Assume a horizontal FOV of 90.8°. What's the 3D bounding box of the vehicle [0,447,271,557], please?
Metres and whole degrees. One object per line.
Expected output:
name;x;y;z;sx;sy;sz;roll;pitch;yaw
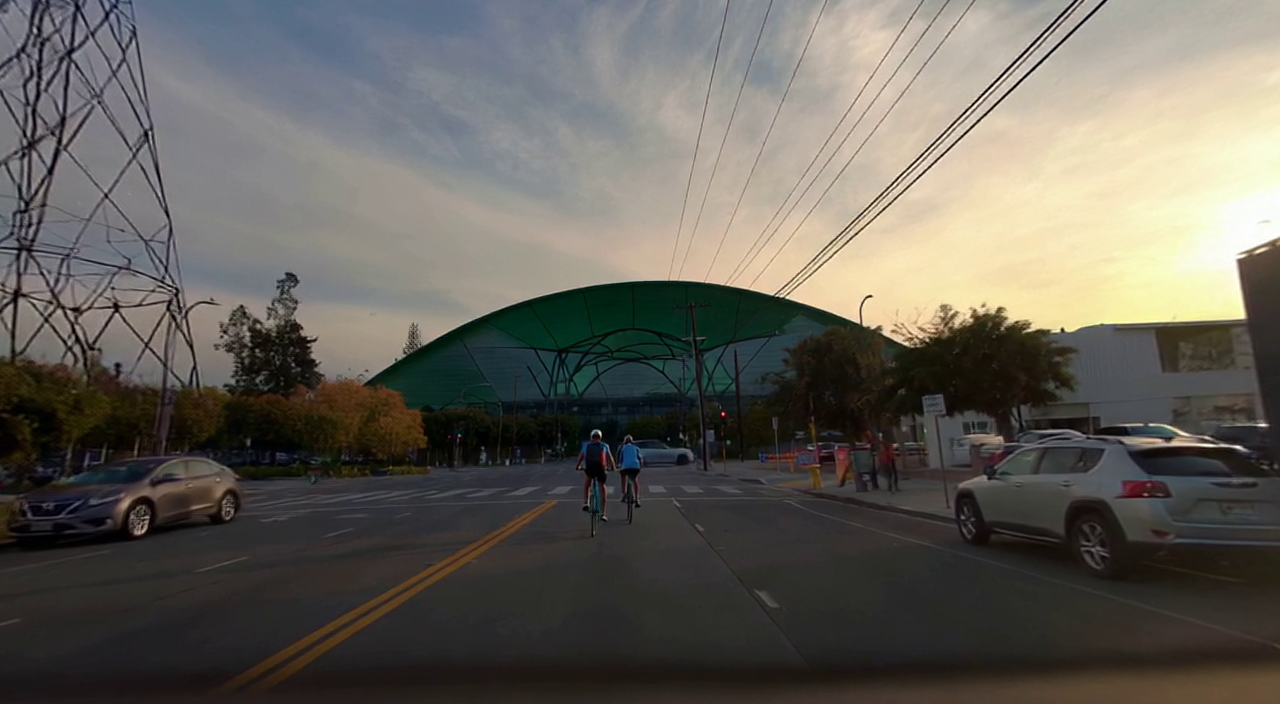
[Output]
vehicle;-10.234;2.918;13.228;2.075;1.816;4.900;0;-8;-1

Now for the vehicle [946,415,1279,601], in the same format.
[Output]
vehicle;5.822;1.749;7.945;1.873;1.714;3.979;0;-8;-1

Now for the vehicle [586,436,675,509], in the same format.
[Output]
vehicle;-0.189;3.284;17.665;2.190;1.783;4.048;0;-8;1

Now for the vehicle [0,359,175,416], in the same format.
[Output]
vehicle;-17.100;1.144;19.699;3.685;1.584;1.708;1;-9;-3
